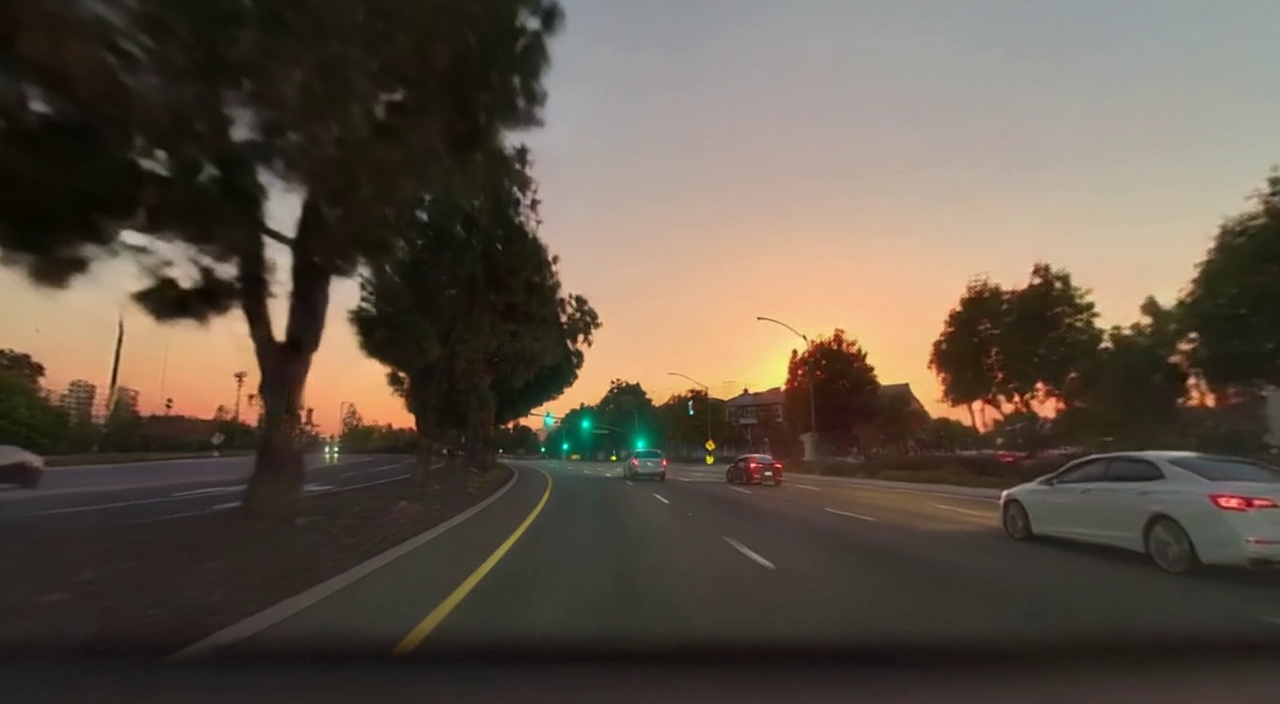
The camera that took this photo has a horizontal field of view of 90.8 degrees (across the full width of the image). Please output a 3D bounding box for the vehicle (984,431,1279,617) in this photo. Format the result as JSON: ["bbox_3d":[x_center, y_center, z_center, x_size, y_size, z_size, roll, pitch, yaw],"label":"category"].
[{"bbox_3d":[6.005,1.653,6.859,1.882,1.476,4.344,0,-9,-3],"label":"vehicle"}]

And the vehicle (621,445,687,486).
[{"bbox_3d":[0.508,5.121,28.831,2.122,1.646,4.525,1,-9,-10],"label":"vehicle"}]

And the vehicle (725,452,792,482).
[{"bbox_3d":[6.315,6.168,34.139,1.940,1.460,4.652,1,-9,-11],"label":"vehicle"}]
